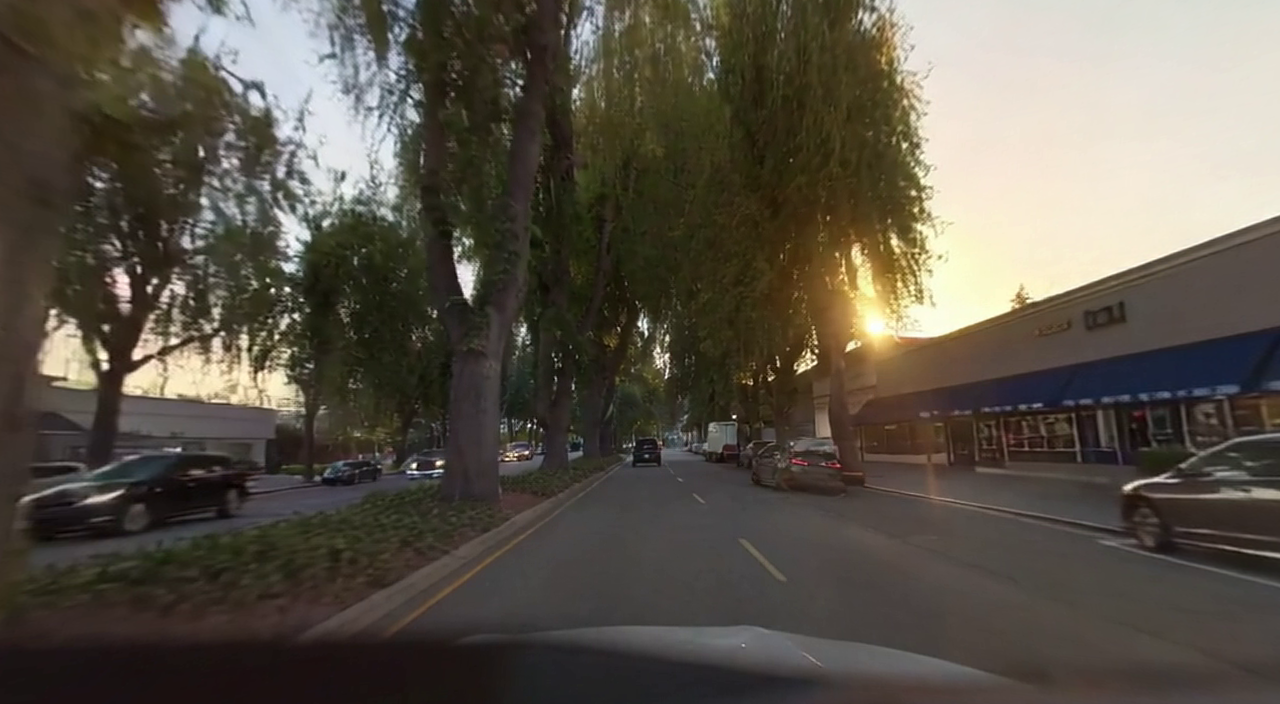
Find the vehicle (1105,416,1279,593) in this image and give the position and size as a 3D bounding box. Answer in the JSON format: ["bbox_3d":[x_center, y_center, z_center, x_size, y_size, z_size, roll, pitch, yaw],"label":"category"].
[{"bbox_3d":[7.290,1.498,6.227,2.004,1.714,4.356,0,-9,-1],"label":"vehicle"}]

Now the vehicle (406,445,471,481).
[{"bbox_3d":[-11.505,6.342,36.432,2.127,1.909,4.830,0,-9,0],"label":"vehicle"}]

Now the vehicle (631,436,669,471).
[{"bbox_3d":[0.658,6.388,39.843,2.293,2.036,4.853,0,-9,2],"label":"vehicle"}]

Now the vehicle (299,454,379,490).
[{"bbox_3d":[-15.870,6.319,33.587,1.950,1.740,4.433,-1,-9,2],"label":"vehicle"}]

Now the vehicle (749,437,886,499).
[{"bbox_3d":[5.372,3.568,19.964,2.114,1.697,4.739,2,-9,-13],"label":"vehicle"}]

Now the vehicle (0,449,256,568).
[{"bbox_3d":[-8.598,2.370,10.344,1.982,1.505,4.065,0,-9,1],"label":"vehicle"}]
